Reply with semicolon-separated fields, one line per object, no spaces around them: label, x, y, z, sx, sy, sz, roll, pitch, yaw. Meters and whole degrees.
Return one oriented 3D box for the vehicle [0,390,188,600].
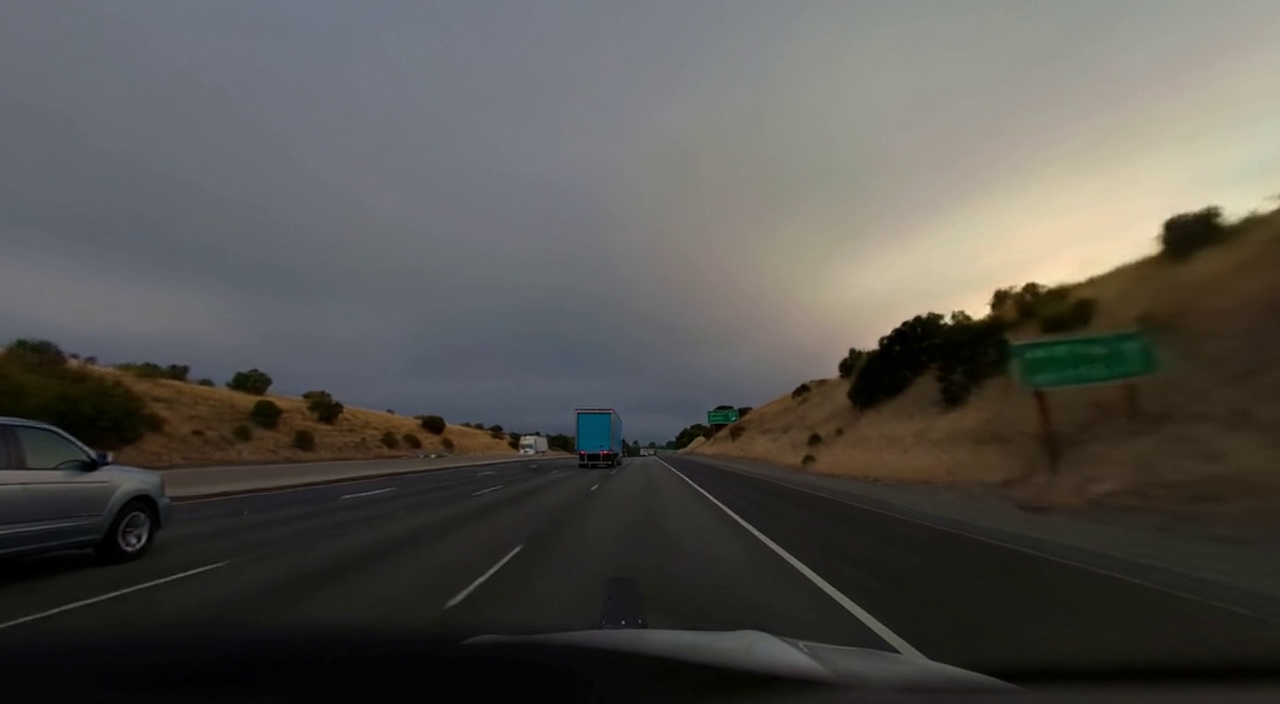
vehicle;-6.800;1.219;5.224;2.175;1.860;5.236;0;-8;1
